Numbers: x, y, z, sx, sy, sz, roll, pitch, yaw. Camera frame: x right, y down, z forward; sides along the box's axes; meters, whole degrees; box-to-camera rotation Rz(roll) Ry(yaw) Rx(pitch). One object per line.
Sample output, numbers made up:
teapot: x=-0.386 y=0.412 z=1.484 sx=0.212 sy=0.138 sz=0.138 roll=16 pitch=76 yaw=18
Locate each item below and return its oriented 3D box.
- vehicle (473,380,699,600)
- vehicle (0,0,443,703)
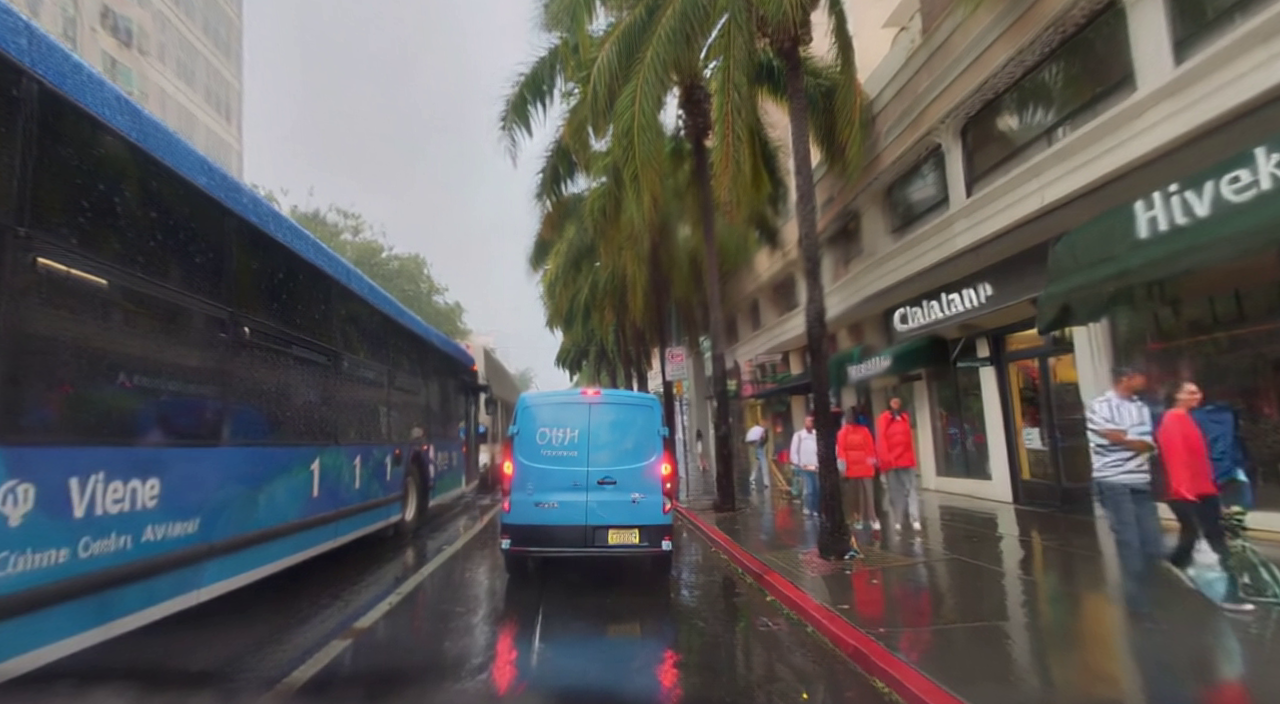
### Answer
vehicle: x=-0.793 y=1.524 z=7.801 sx=2.002 sy=1.907 sz=4.211 roll=1 pitch=-9 yaw=-9
vehicle: x=-3.720 y=0.132 z=2.851 sx=2.863 sy=3.233 sz=11.573 roll=1 pitch=-8 yaw=-5
